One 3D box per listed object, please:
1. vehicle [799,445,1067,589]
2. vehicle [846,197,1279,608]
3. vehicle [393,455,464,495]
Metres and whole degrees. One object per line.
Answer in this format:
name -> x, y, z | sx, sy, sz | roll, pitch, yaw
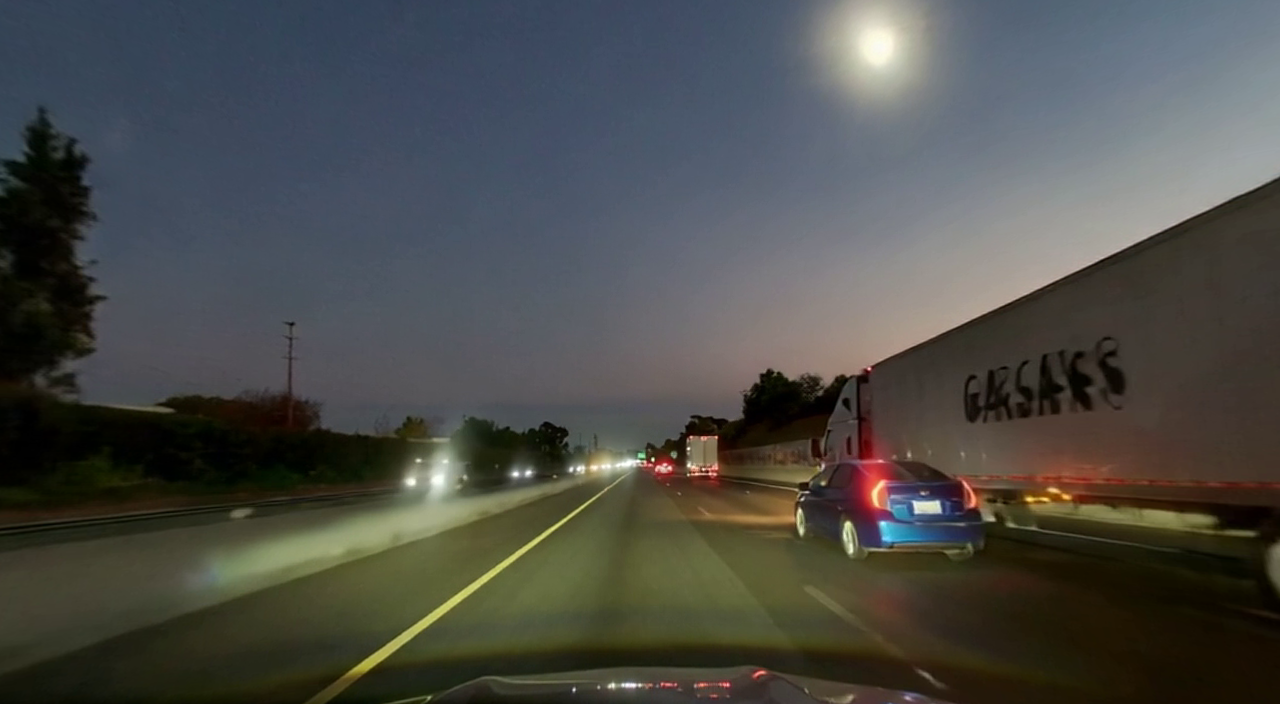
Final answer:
vehicle -> 3.774, 2.228, 8.973 | 2.011, 1.574, 3.512 | -1, -11, -1
vehicle -> 8.018, 1.378, 10.982 | 3.298, 4.017, 16.824 | 1, -10, 0
vehicle -> -12.093, 7.075, 36.494 | 2.385, 2.090, 4.902 | 1, -10, 0
